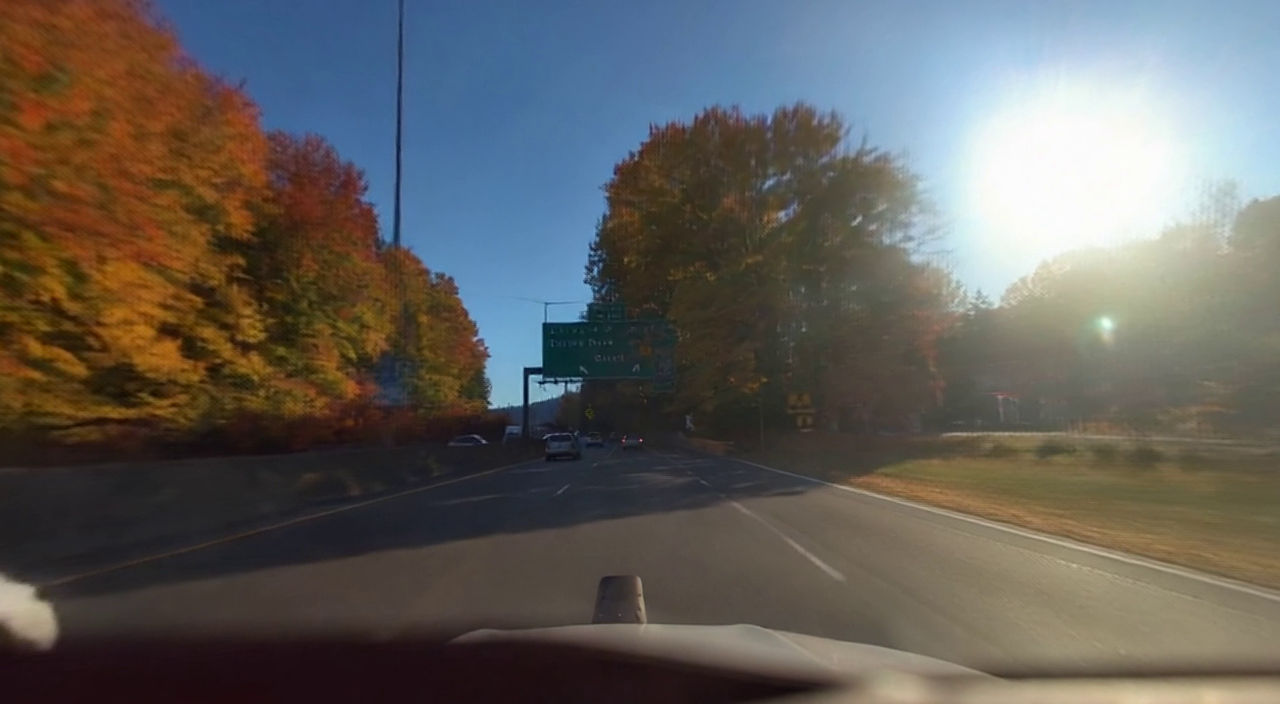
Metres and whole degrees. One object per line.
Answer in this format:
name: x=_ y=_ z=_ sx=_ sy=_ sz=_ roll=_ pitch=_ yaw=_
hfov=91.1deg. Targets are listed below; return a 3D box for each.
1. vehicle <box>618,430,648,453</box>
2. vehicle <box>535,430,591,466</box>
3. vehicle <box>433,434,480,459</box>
vehicle: x=-0.523 y=6.378 z=44.900 sx=2.054 sy=1.609 sz=3.859 roll=0 pitch=-8 yaw=-1
vehicle: x=-3.383 y=4.301 z=28.495 sx=1.989 sy=1.497 sz=4.645 roll=0 pitch=-8 yaw=0
vehicle: x=-12.153 y=6.277 z=41.995 sx=1.872 sy=1.550 sz=4.089 roll=0 pitch=-8 yaw=0
